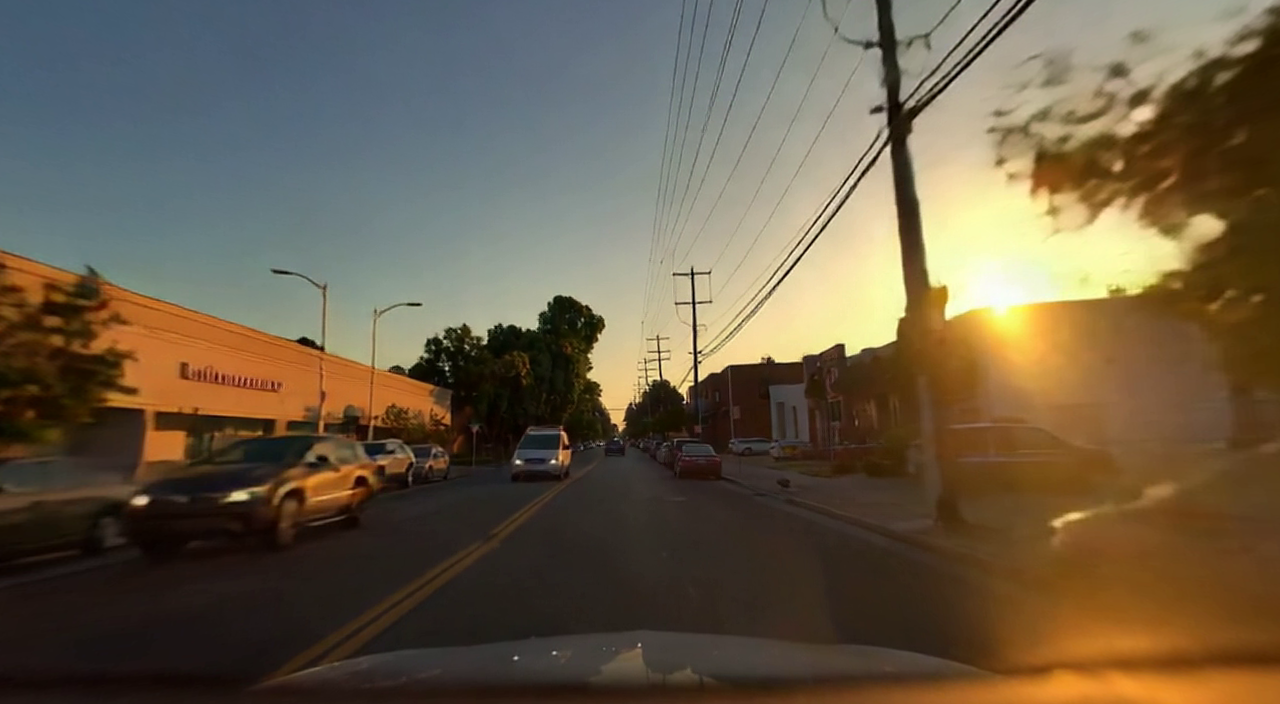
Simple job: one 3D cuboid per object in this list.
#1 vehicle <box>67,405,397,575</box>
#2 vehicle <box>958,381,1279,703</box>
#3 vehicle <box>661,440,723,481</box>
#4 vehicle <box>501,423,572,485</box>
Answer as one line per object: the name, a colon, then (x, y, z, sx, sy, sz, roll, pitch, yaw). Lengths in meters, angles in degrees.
vehicle: (-5.637, 1.929, 9.623, 2.152, 1.918, 4.217, -2, -8, 1)
vehicle: (3.371, 0.868, 1.964, 2.136, 1.586, 4.919, 1, -9, -1)
vehicle: (2.192, 4.341, 25.723, 2.261, 1.503, 4.695, -1, -8, 6)
vehicle: (-3.721, 3.757, 23.513, 2.115, 2.065, 4.452, 0, -9, -3)
